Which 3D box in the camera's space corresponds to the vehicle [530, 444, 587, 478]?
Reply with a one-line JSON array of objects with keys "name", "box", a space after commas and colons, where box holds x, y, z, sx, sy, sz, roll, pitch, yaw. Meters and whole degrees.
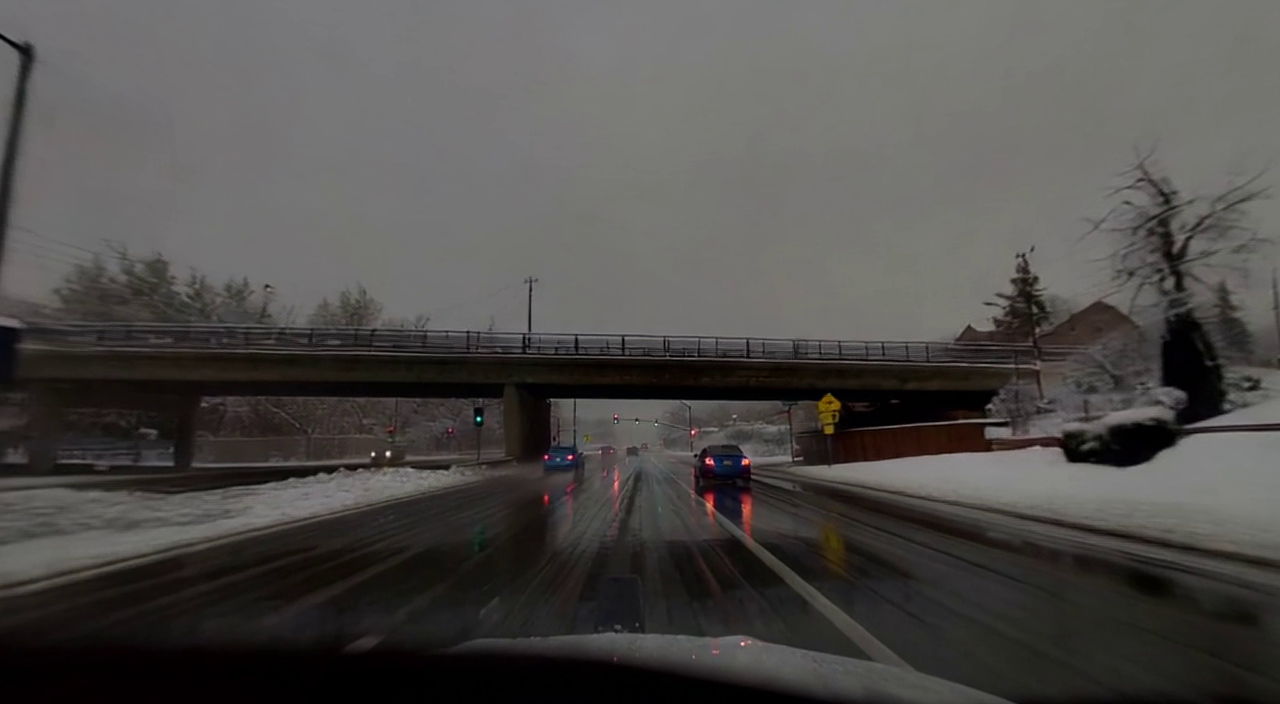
[{"name": "vehicle", "box": [-3.750, 5.110, 29.963, 2.060, 1.484, 4.417, 0, -8, 1]}]

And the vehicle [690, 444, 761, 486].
[{"name": "vehicle", "box": [3.196, 4.326, 24.567, 2.068, 1.497, 4.247, 0, -8, -1]}]
